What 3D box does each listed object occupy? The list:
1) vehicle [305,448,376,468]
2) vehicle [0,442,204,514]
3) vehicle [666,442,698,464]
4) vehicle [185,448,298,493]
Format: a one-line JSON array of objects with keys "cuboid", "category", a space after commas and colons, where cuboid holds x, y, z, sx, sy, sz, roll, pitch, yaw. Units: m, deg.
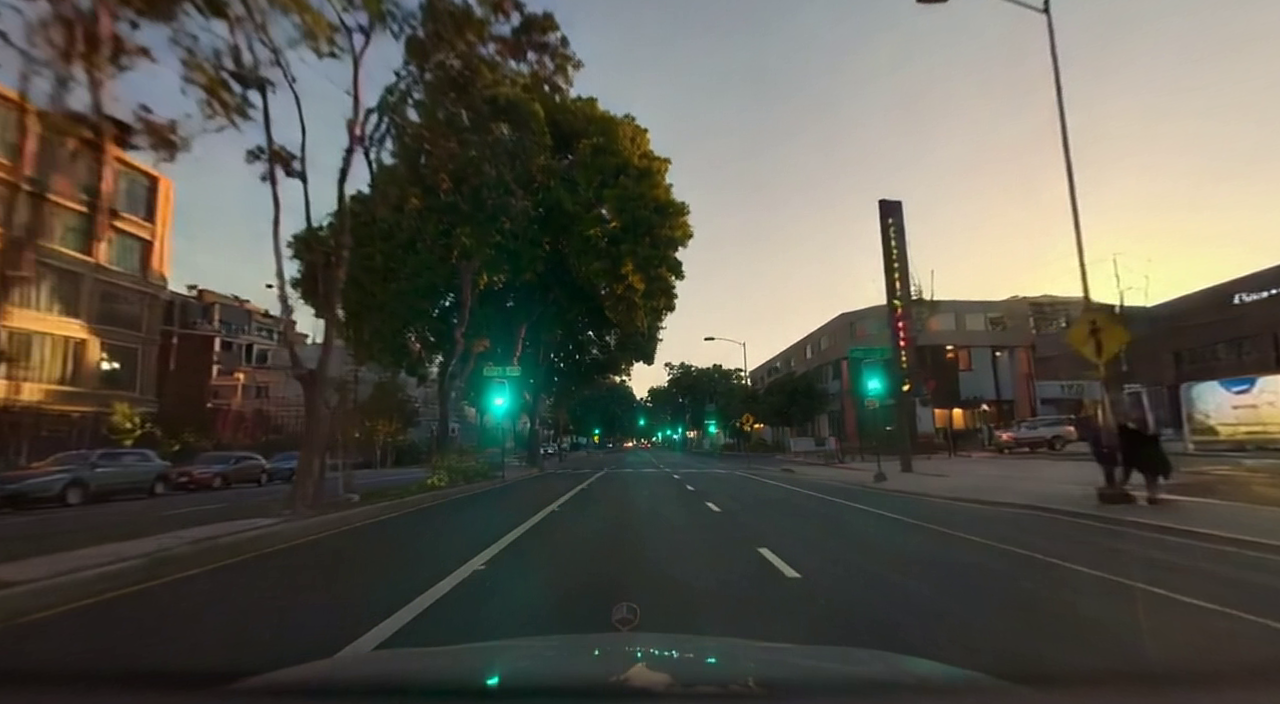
[{"cuboid": [-22.743, 8.059, 48.051, 4.420, 1.466, 2.016, -1, -8, 8], "category": "vehicle"}, {"cuboid": [-15.384, 3.494, 18.180, 1.978, 1.760, 5.097, 0, -8, 1], "category": "vehicle"}, {"cuboid": [2.988, 7.283, 45.519, 1.945, 1.490, 3.817, 0, -8, -1], "category": "vehicle"}, {"cuboid": [-15.600, 4.602, 25.027, 1.831, 1.599, 4.080, 0, -8, 0], "category": "vehicle"}]
